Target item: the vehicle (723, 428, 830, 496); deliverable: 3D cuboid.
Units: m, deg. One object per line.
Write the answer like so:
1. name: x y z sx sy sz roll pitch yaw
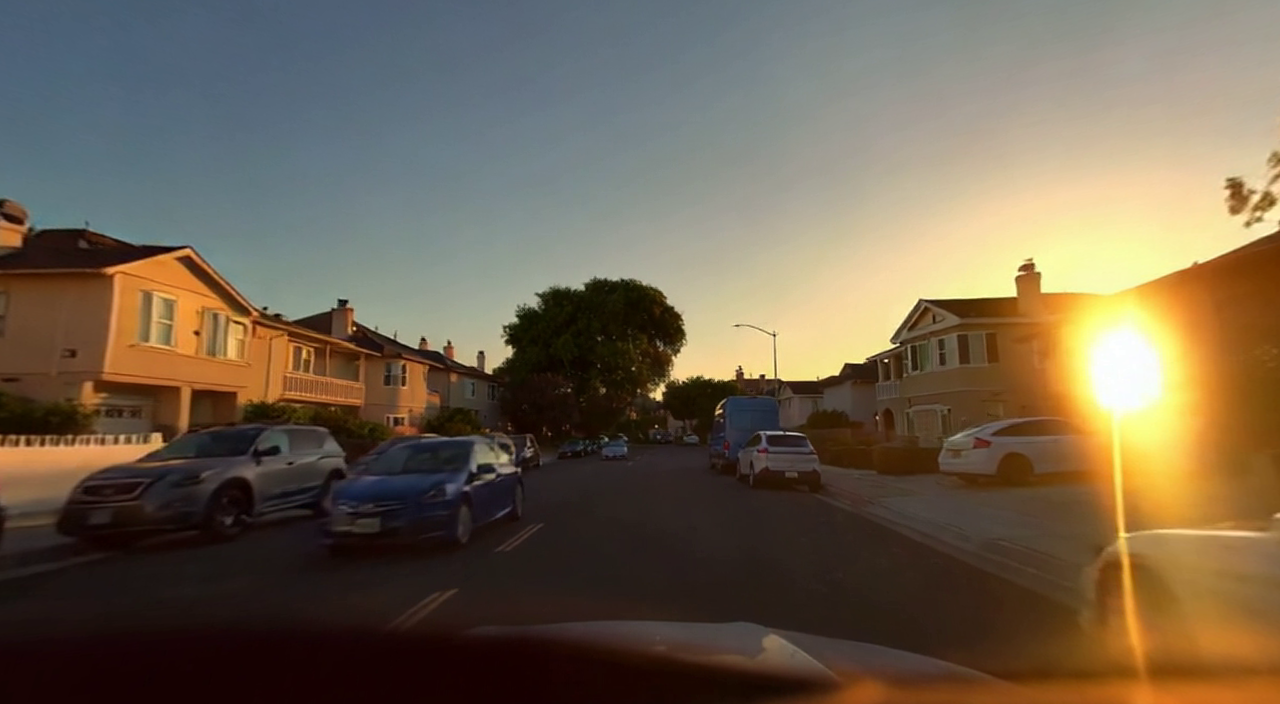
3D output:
1. vehicle: 3.346 2.754 16.345 1.955 1.500 4.410 0 -8 2

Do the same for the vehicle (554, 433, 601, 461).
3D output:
1. vehicle: -3.632 5.618 37.481 1.941 1.515 3.995 -1 -8 7

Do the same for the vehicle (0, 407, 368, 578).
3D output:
1. vehicle: -5.841 1.731 8.881 1.872 1.670 4.428 -4 -7 3

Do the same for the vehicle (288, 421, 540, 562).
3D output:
1. vehicle: -2.765 1.764 8.786 1.889 1.505 3.849 -1 -8 4

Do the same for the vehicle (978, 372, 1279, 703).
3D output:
1. vehicle: 2.850 0.719 1.117 2.052 1.499 4.699 0 -8 2

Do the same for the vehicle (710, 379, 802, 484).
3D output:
1. vehicle: 3.779 2.761 21.891 2.317 3.096 6.383 -1 -8 3
